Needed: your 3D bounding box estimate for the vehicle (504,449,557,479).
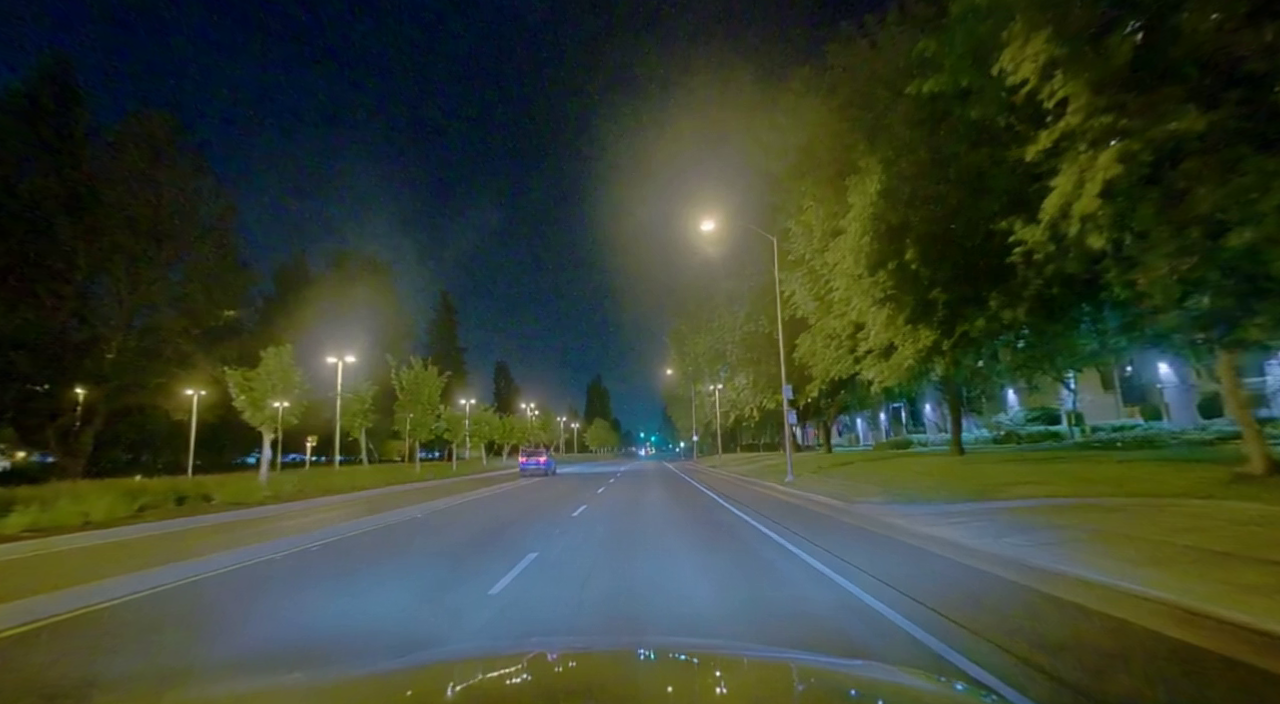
[{"bbox_3d":[-5.882,6.074,34.385,1.945,1.461,4.605,-1,-8,2],"label":"vehicle"}]
